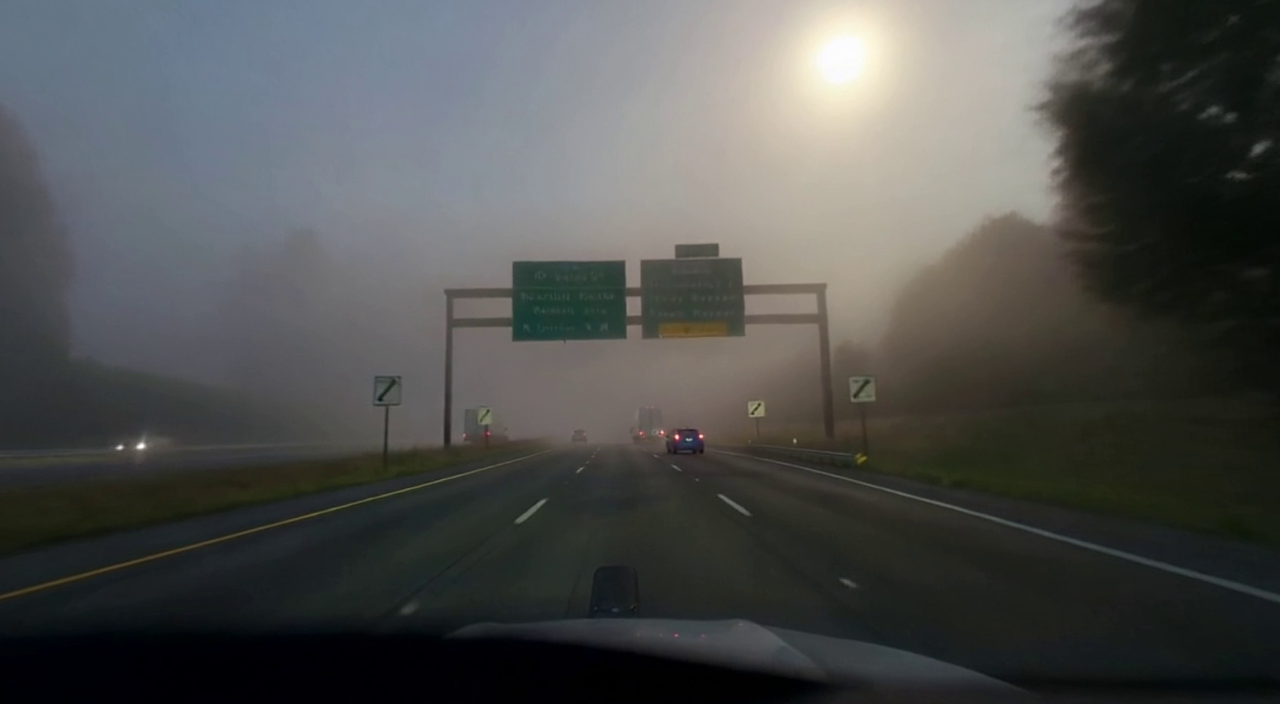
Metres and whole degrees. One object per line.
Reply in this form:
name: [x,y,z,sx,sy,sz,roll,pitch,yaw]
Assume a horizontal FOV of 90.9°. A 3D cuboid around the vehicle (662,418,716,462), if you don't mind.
vehicle: [2.253,4.165,30.022,2.076,1.914,4.287,0,-8,-2]
